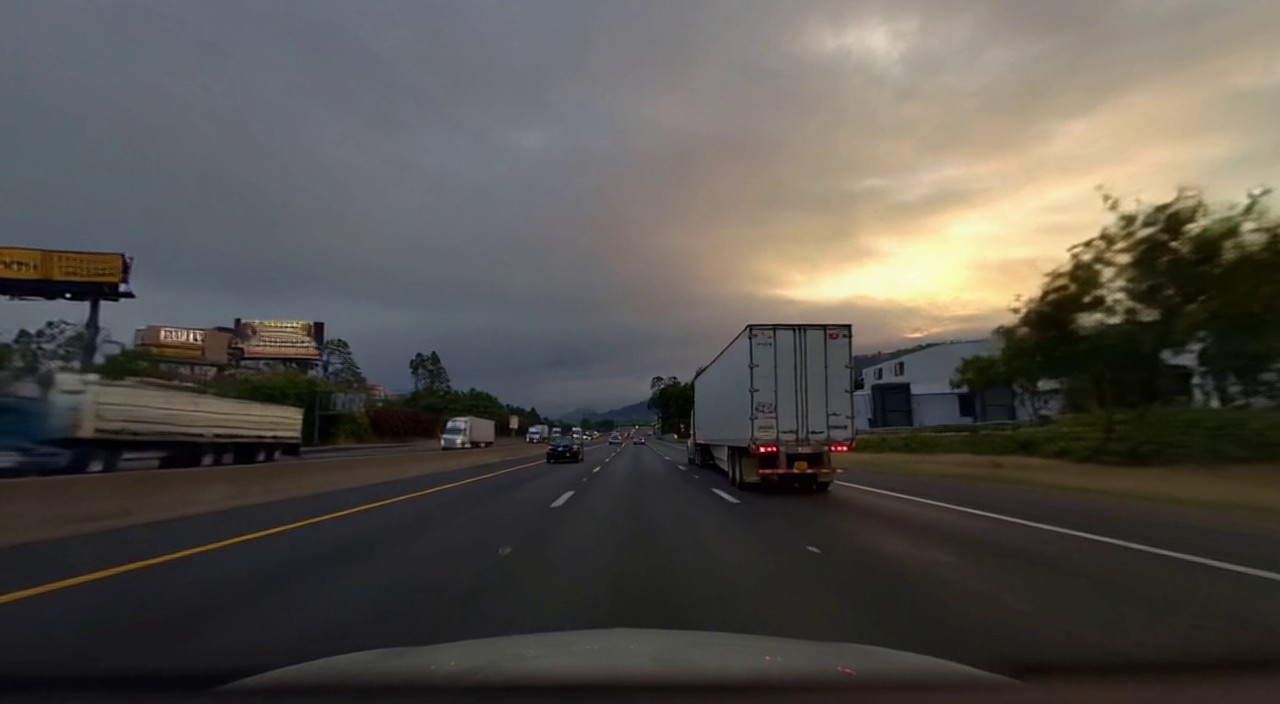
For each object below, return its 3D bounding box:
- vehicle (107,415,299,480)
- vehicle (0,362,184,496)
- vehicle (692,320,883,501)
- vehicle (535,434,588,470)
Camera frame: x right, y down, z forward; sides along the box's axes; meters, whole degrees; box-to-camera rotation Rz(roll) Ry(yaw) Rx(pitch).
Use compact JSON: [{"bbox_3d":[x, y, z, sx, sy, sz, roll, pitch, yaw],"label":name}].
[{"bbox_3d":[-19.846,4.402,29.574,2.932,2.543,8.599,0,-8,-1],"label":"vehicle"},{"bbox_3d":[-19.665,2.480,20.031,2.985,3.765,9.890,0,-8,-1],"label":"vehicle"},{"bbox_3d":[3.550,1.943,18.924,2.871,3.815,11.331,0,-8,-1],"label":"vehicle"},{"bbox_3d":[-3.431,4.437,28.350,1.930,1.484,3.849,0,-8,-1],"label":"vehicle"}]
